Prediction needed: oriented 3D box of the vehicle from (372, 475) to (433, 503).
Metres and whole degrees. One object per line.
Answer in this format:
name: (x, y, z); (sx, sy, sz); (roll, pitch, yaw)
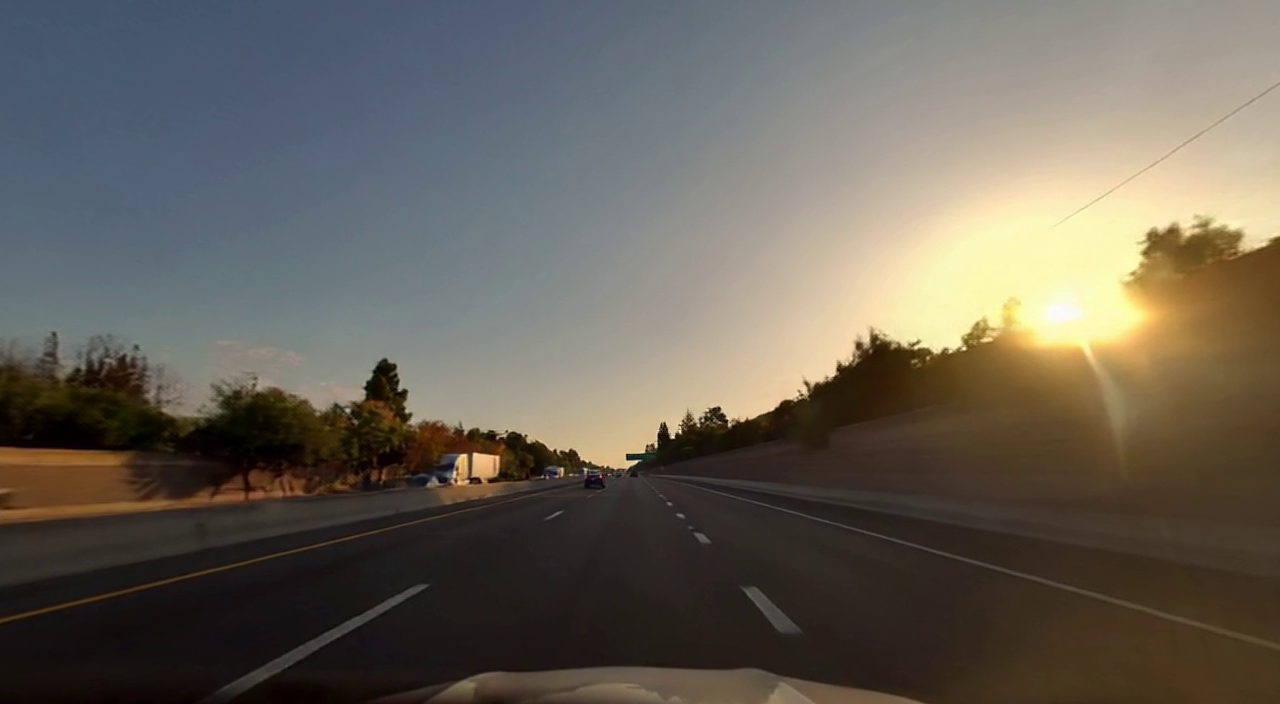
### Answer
vehicle: (-14.032, 8.093, 37.491); (1.938, 1.462, 4.306); (1, -11, 0)
